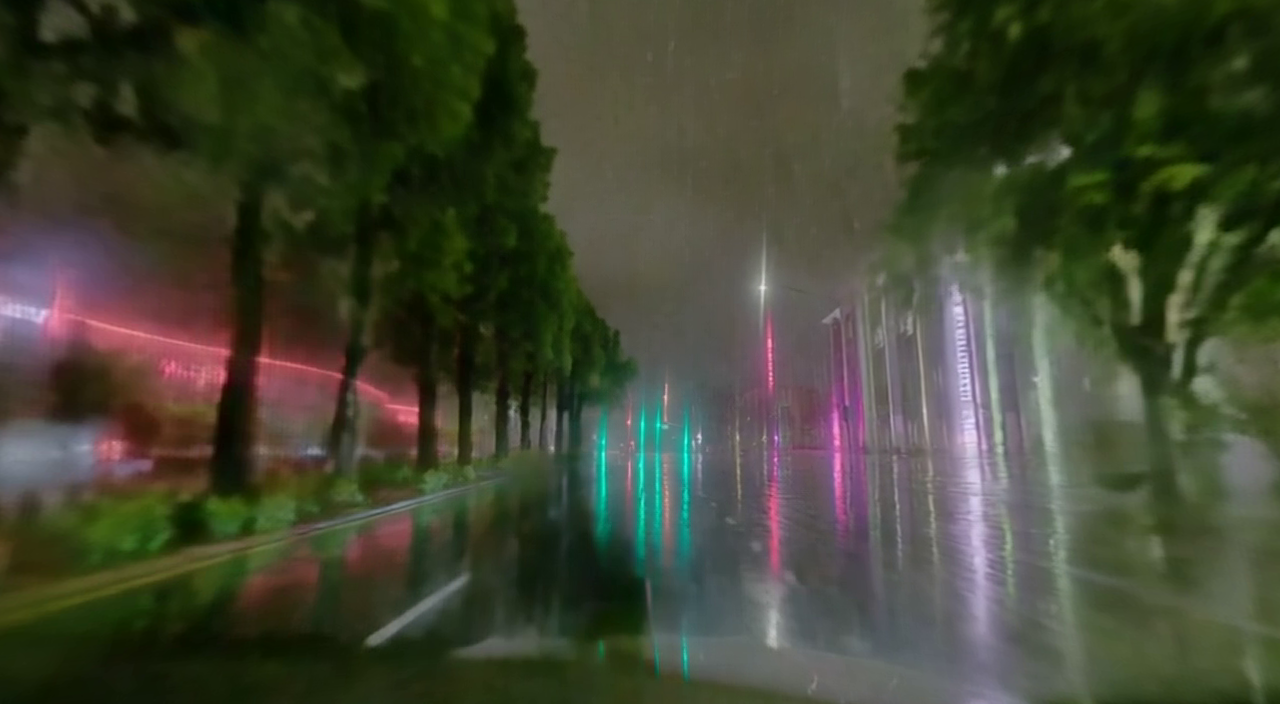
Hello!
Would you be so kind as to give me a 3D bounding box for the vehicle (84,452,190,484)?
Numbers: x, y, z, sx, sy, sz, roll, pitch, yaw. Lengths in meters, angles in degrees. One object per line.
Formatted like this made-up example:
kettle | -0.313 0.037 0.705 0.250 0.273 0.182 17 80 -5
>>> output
vehicle | -26.238 6.045 33.108 1.850 1.477 4.492 0 -8 0
